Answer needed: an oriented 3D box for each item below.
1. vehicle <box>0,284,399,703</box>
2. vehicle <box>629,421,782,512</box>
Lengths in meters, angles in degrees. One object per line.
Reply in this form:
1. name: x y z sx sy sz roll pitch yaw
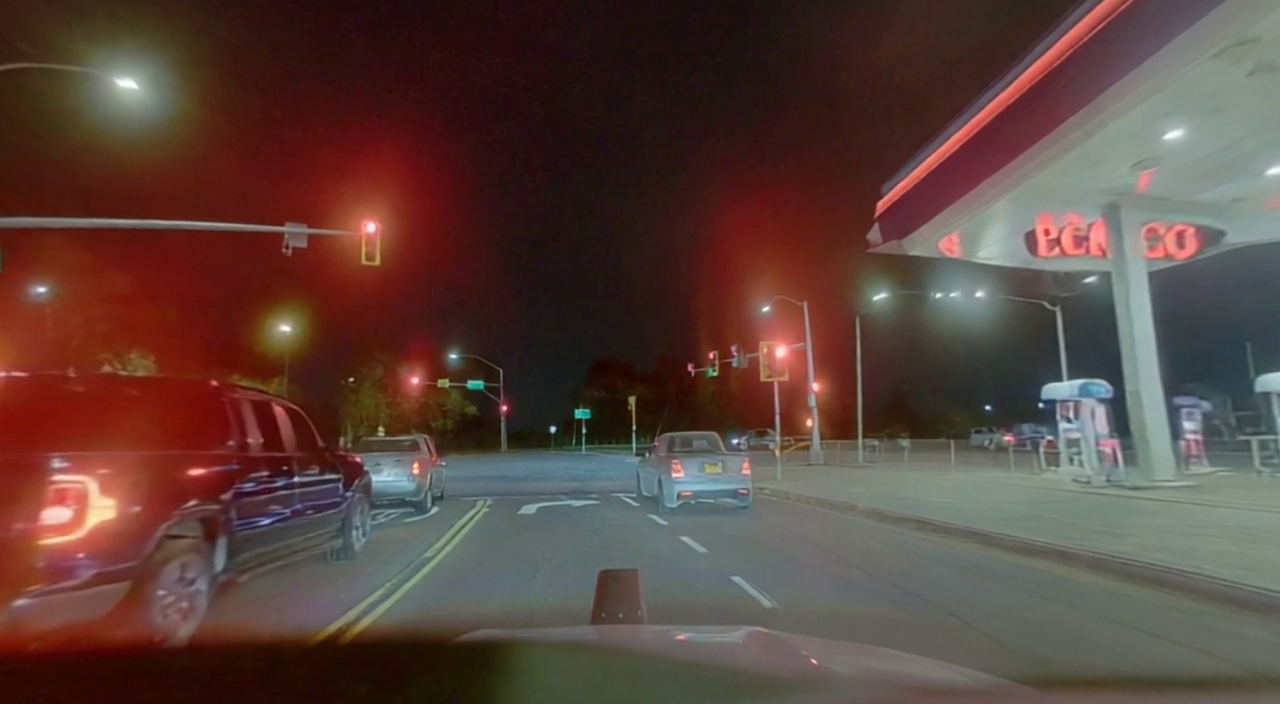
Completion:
1. vehicle: -3.784 1.040 4.839 2.254 2.006 4.766 1 -9 -4
2. vehicle: 1.341 2.705 15.374 2.202 1.822 4.826 2 -9 -13
